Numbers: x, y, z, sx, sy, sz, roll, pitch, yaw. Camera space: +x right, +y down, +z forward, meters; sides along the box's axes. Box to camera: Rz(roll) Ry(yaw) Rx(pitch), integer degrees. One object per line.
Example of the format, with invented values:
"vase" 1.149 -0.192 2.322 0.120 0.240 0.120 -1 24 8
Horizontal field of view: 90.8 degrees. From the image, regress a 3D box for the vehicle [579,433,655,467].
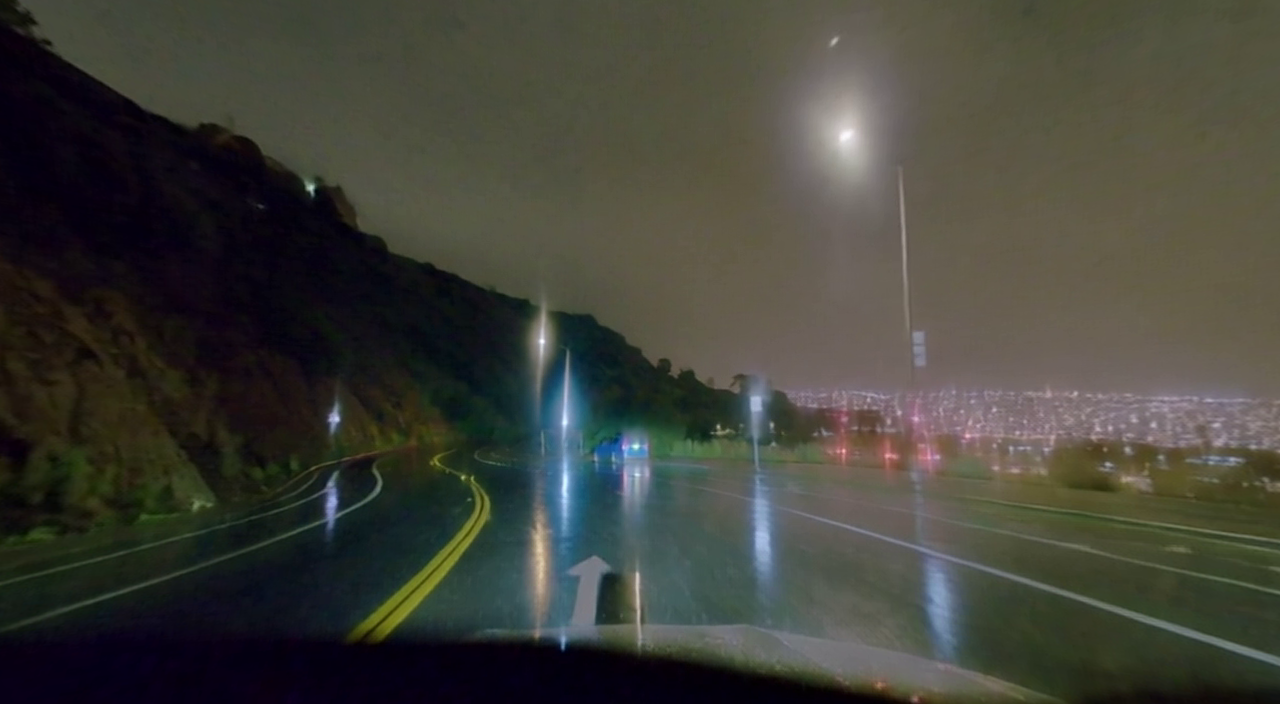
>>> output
"vehicle" -1.144 5.208 33.601 2.064 1.667 4.453 -5 -10 27
